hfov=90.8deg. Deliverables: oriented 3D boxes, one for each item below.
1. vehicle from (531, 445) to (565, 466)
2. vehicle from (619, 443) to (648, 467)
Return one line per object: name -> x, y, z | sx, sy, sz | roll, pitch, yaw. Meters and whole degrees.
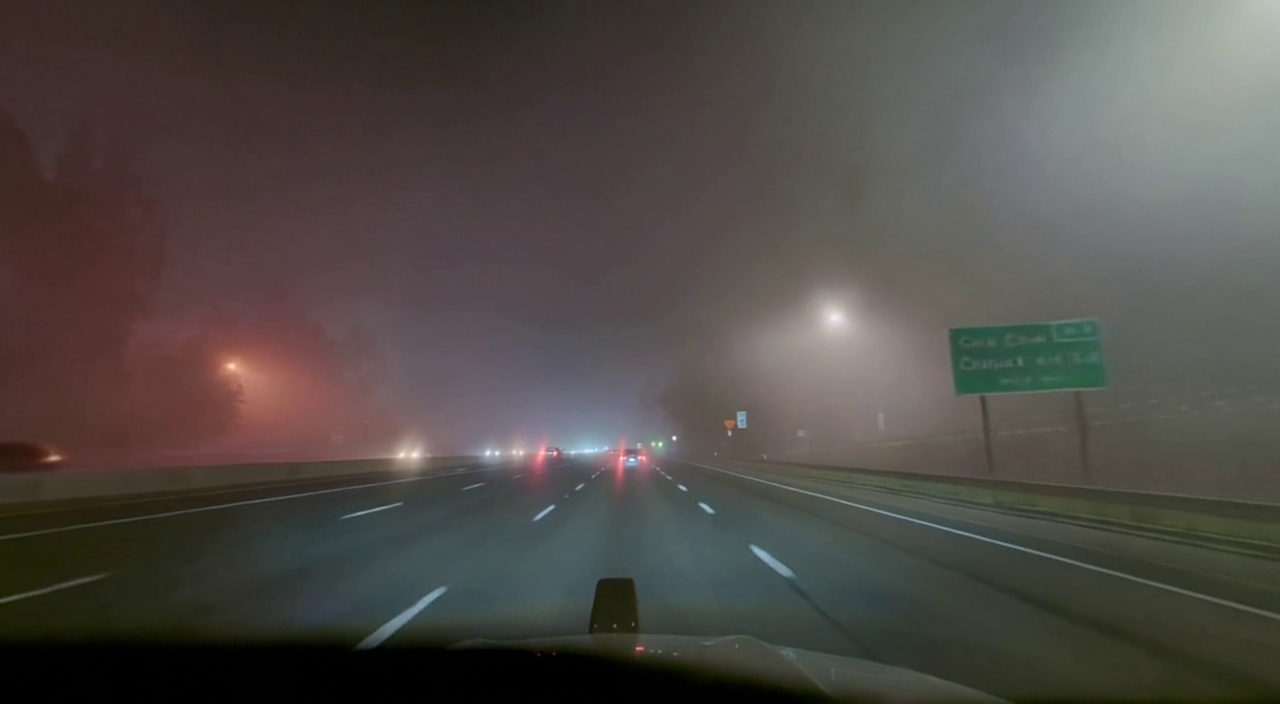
vehicle -> -6.996, 7.929, 48.463 | 1.997, 1.507, 4.248 | 0, -9, 0
vehicle -> -0.485, 7.615, 46.885 | 2.109, 1.638, 3.856 | 0, -9, -1
